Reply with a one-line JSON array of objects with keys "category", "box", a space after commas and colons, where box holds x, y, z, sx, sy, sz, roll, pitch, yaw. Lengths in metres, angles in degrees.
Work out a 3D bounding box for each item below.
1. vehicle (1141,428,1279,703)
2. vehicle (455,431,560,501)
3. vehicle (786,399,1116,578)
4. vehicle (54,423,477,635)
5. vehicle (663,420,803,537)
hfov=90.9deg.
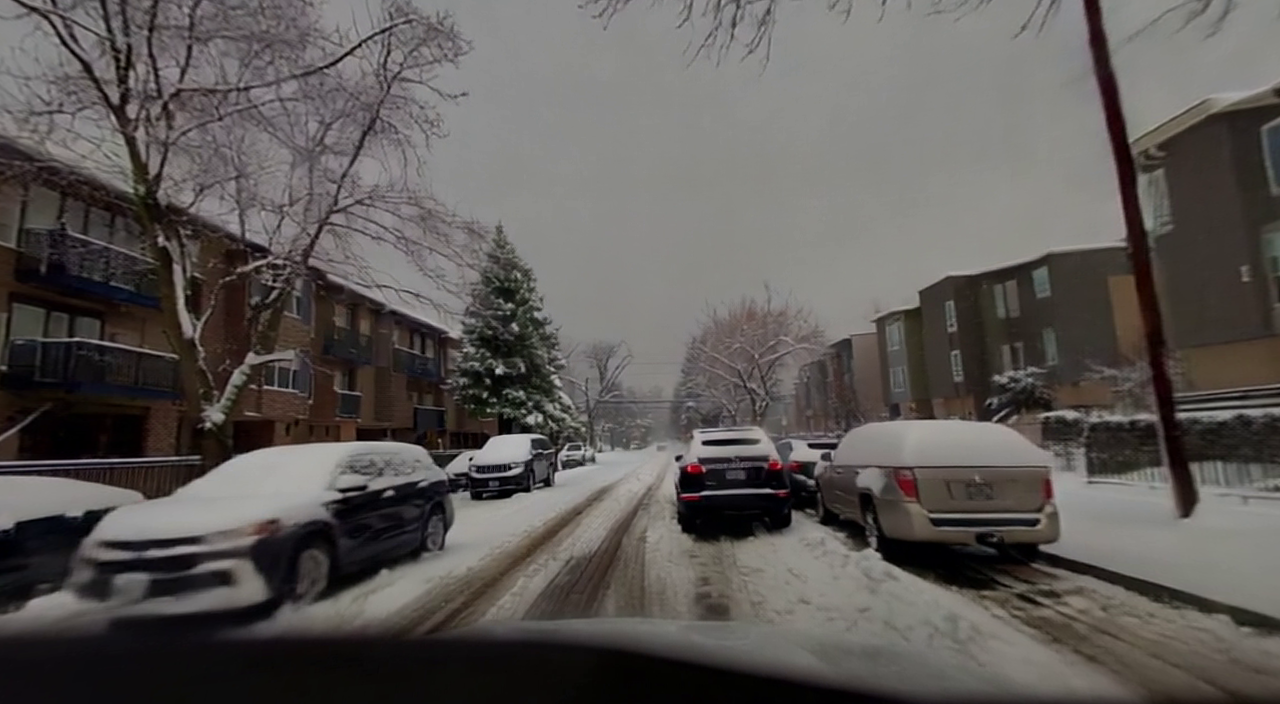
[{"category": "vehicle", "box": [3.584, 0.792, 1.137, 1.881, 1.403, 4.214, 0, -9, 0]}, {"category": "vehicle", "box": [-4.262, 3.775, 21.259, 2.197, 2.047, 4.985, -1, -9, 4]}, {"category": "vehicle", "box": [3.778, 1.788, 9.087, 2.082, 1.799, 5.207, 0, -9, 0]}, {"category": "vehicle", "box": [-3.693, 1.766, 7.294, 2.018, 1.691, 3.995, -2, -9, 9]}, {"category": "vehicle", "box": [1.500, 2.288, 12.032, 2.055, 1.717, 5.172, -1, -9, 3]}]
